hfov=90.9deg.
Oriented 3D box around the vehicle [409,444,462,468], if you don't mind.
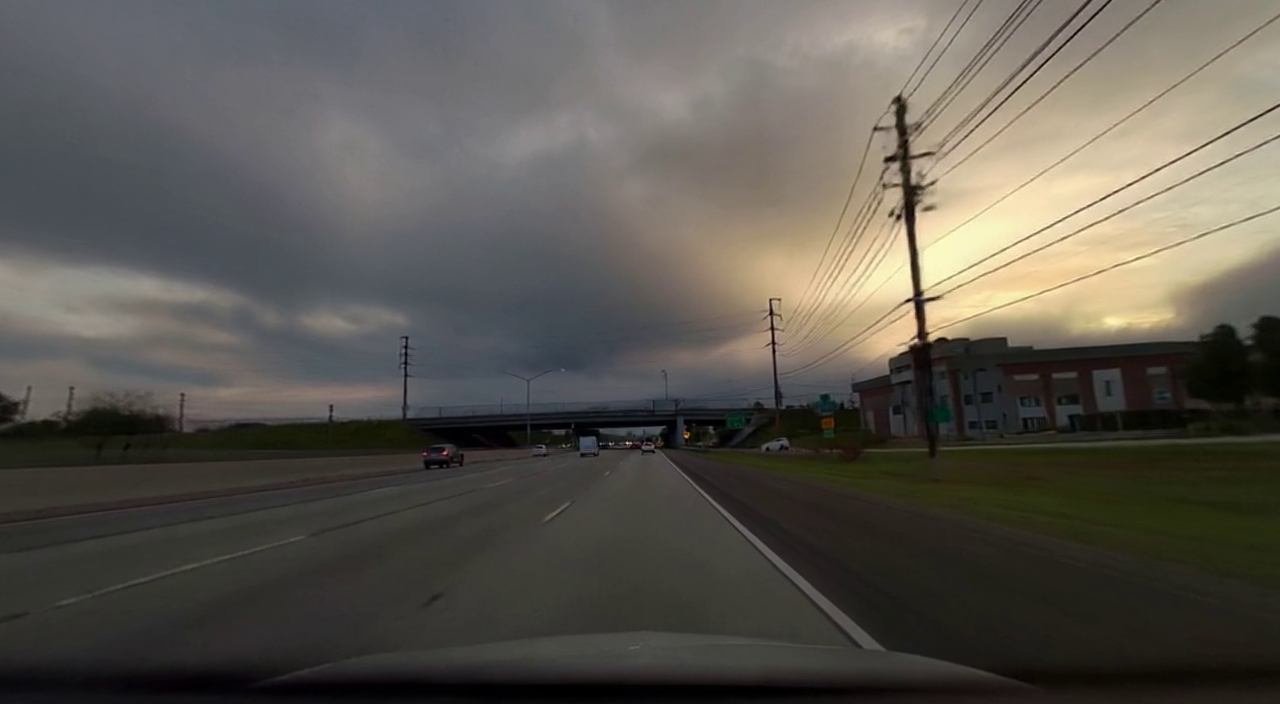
[{"bbox_3d":[-13.575,6.900,42.171,1.988,1.477,4.442,0,-8,1],"label":"vehicle"}]
